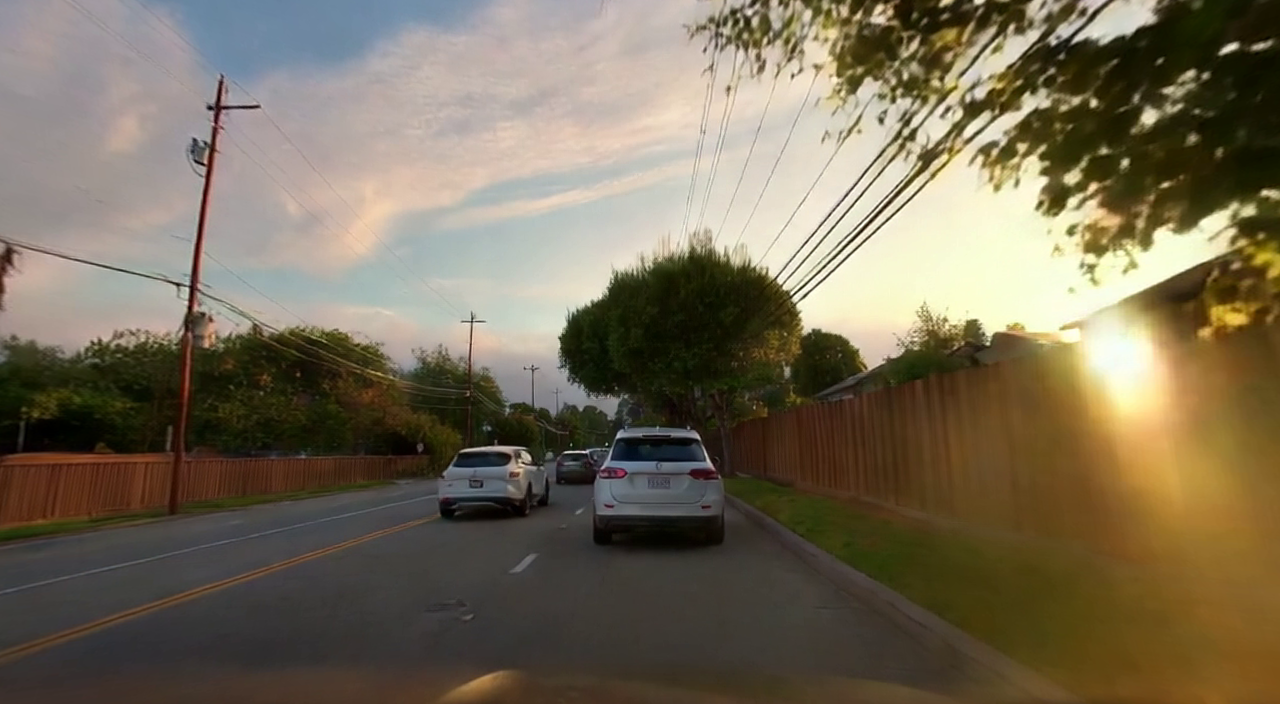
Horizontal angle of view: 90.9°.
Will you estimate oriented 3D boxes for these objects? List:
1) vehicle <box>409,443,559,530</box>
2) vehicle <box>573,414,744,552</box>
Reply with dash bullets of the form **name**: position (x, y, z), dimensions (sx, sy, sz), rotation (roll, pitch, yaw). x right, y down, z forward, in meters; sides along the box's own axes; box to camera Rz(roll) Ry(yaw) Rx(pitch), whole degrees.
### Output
- **vehicle**: position (-2.971, 2.636, 12.998), dimensions (1.979, 1.489, 4.006), rotation (0, -9, 1)
- **vehicle**: position (0.244, 1.992, 10.189), dimensions (2.174, 1.749, 4.113), rotation (0, -9, 0)
